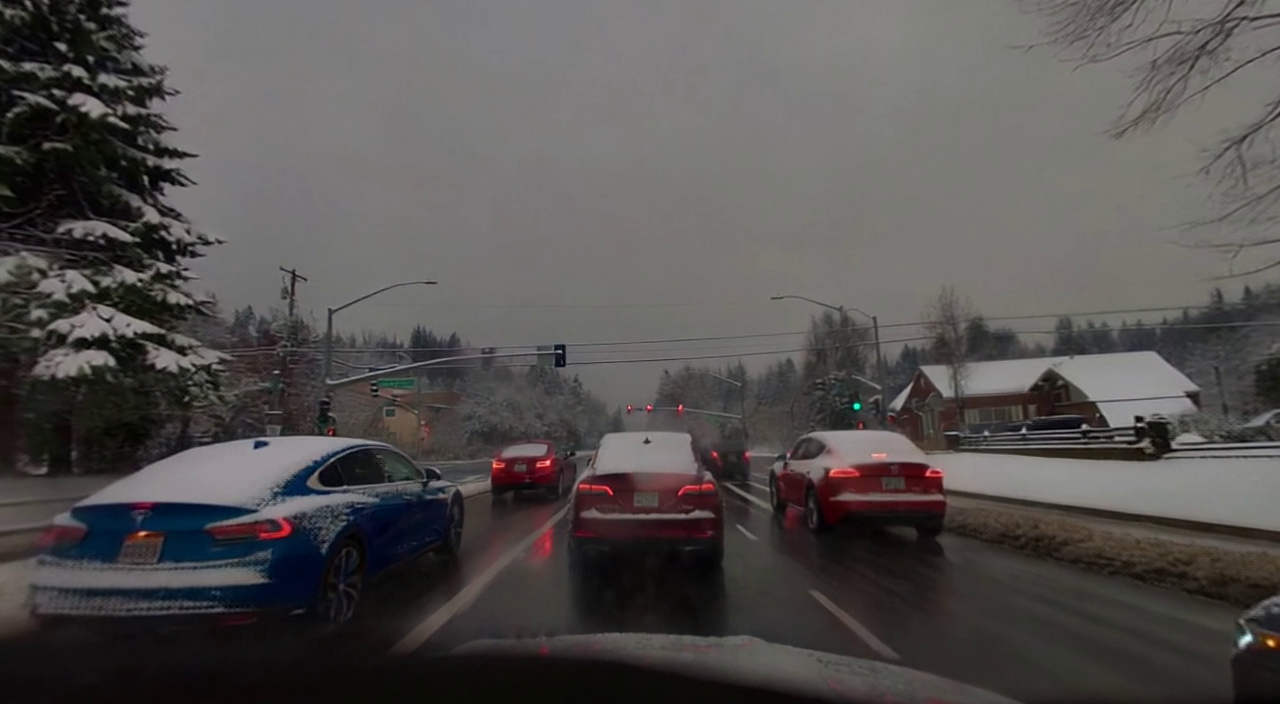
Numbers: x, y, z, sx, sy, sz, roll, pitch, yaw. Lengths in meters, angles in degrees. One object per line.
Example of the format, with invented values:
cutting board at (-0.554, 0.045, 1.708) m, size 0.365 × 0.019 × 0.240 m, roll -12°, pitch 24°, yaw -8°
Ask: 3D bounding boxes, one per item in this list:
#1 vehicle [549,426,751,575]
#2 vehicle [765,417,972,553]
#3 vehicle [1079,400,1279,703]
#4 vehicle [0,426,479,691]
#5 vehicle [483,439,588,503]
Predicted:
vehicle at (0.104, 1.899, 8.881) m, size 2.144 × 1.563 × 4.218 m, roll 0°, pitch -8°, yaw 0°
vehicle at (3.441, 2.075, 10.441) m, size 1.938 × 1.732 × 4.006 m, roll 2°, pitch -9°, yaw 0°
vehicle at (3.306, 0.739, 0.957) m, size 1.951 × 1.522 × 4.614 m, roll 0°, pitch -9°, yaw 0°
vehicle at (-3.101, 1.509, 5.852) m, size 2.015 × 1.478 × 4.407 m, roll 0°, pitch -8°, yaw 0°
vehicle at (-2.739, 3.224, 17.524) m, size 2.089 × 1.537 × 4.073 m, roll -1°, pitch -9°, yaw 2°
